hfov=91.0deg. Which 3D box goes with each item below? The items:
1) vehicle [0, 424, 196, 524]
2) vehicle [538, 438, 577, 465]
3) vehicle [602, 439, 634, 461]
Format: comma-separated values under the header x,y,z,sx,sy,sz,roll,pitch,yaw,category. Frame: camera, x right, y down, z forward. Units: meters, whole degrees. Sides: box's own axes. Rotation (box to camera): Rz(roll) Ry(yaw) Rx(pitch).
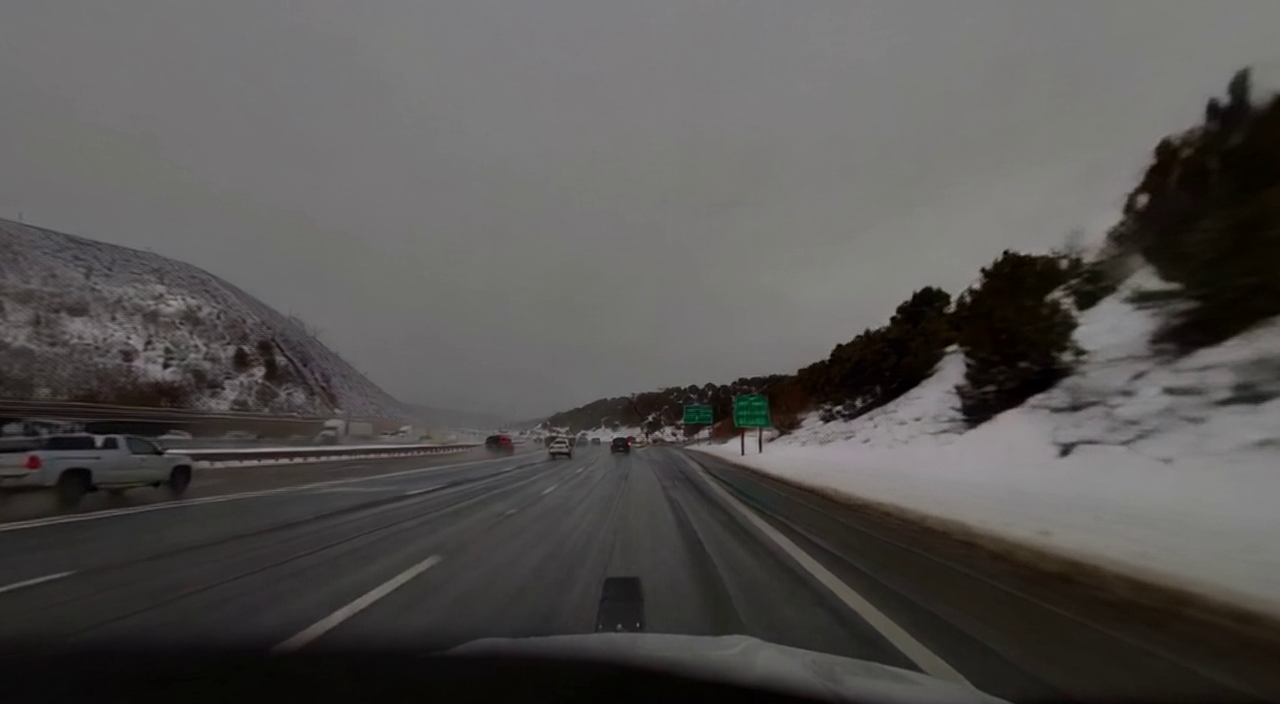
x,y,z,sx,sy,sz,roll,pitch,yaw,category
-11.641,2.366,12.763,2.047,1.645,4.451,0,-9,0,vehicle
-5.301,6.483,41.120,2.060,1.631,4.214,0,-9,-1,vehicle
-1.705,7.602,49.063,2.421,1.594,4.248,0,-9,-2,vehicle
